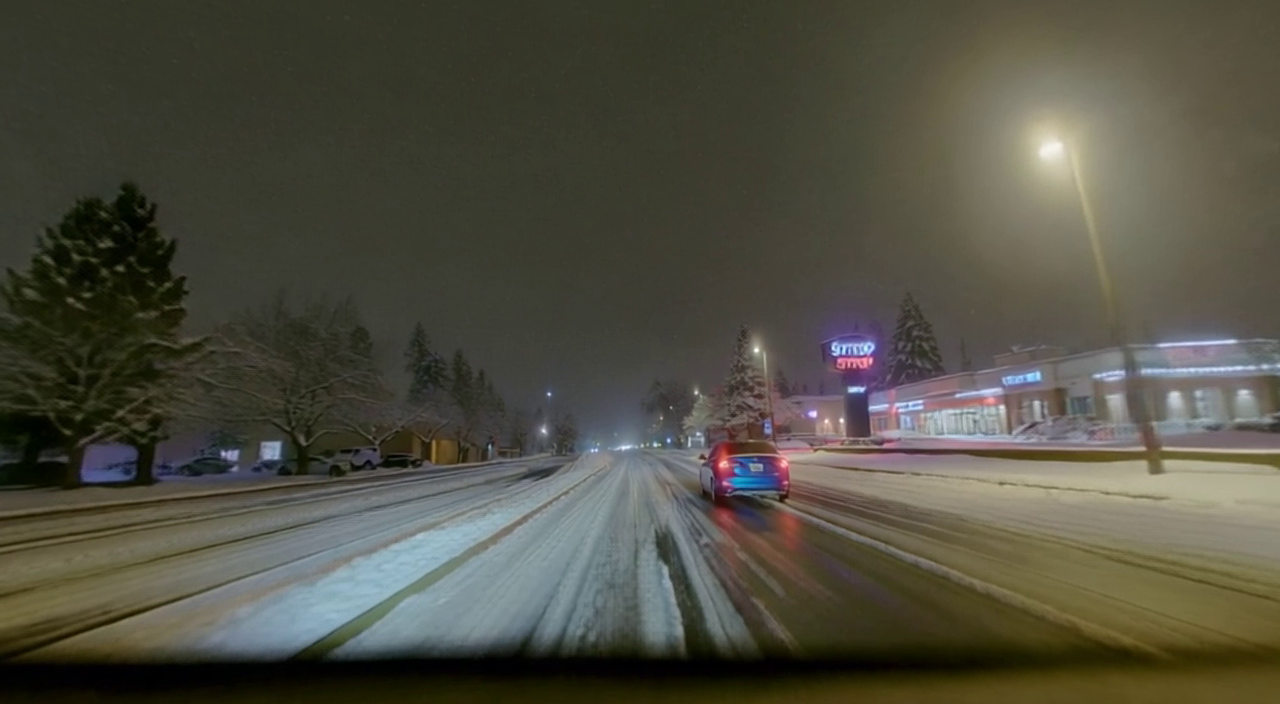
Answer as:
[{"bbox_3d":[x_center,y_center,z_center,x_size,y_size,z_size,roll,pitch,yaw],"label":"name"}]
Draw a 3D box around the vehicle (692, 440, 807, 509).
[{"bbox_3d":[2.566,2.997,15.937,2.015,1.479,4.444,0,-9,-1],"label":"vehicle"}]
